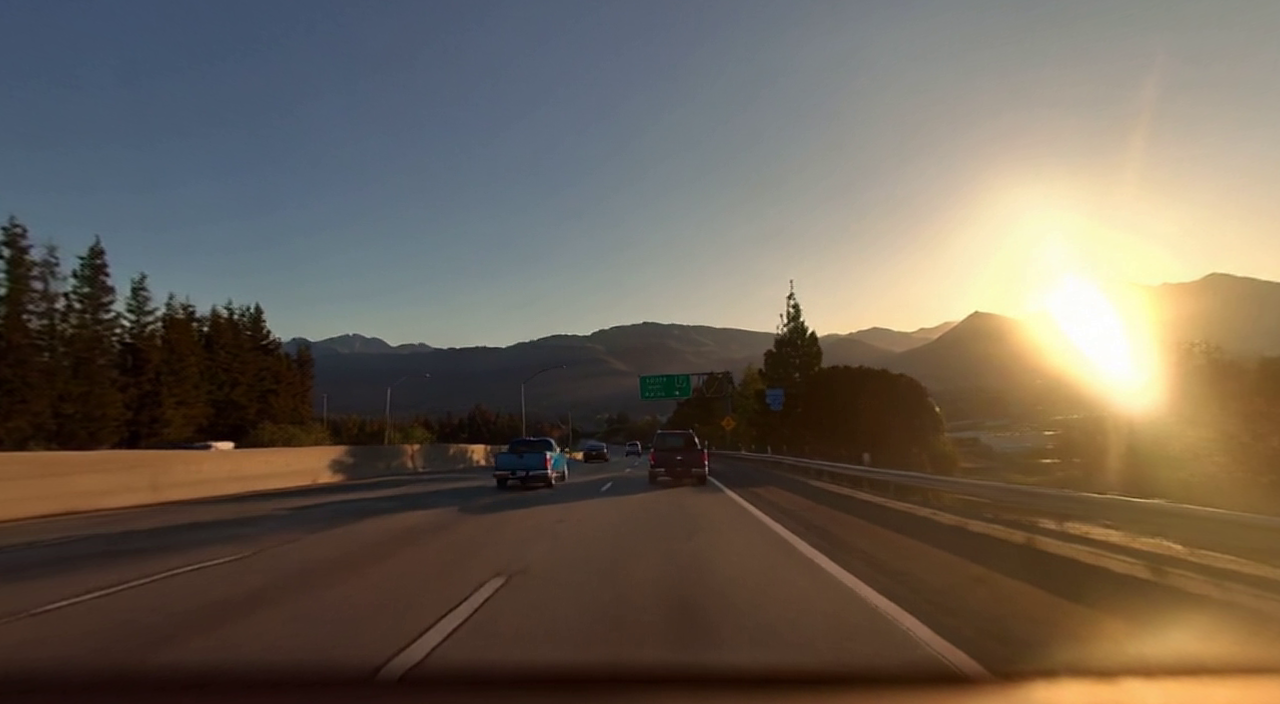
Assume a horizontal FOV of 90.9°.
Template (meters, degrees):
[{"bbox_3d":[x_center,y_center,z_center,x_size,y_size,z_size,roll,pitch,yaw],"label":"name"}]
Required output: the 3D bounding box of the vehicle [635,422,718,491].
[{"bbox_3d":[1.050,3.240,19.867,2.229,1.837,5.387,-1,-8,1],"label":"vehicle"}]

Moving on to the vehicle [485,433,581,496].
[{"bbox_3d":[-2.958,3.206,18.345,1.959,1.604,4.065,-1,-9,2],"label":"vehicle"}]

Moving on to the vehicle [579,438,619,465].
[{"bbox_3d":[-2.622,6.487,41.057,2.106,1.651,4.040,-1,-9,3],"label":"vehicle"}]
